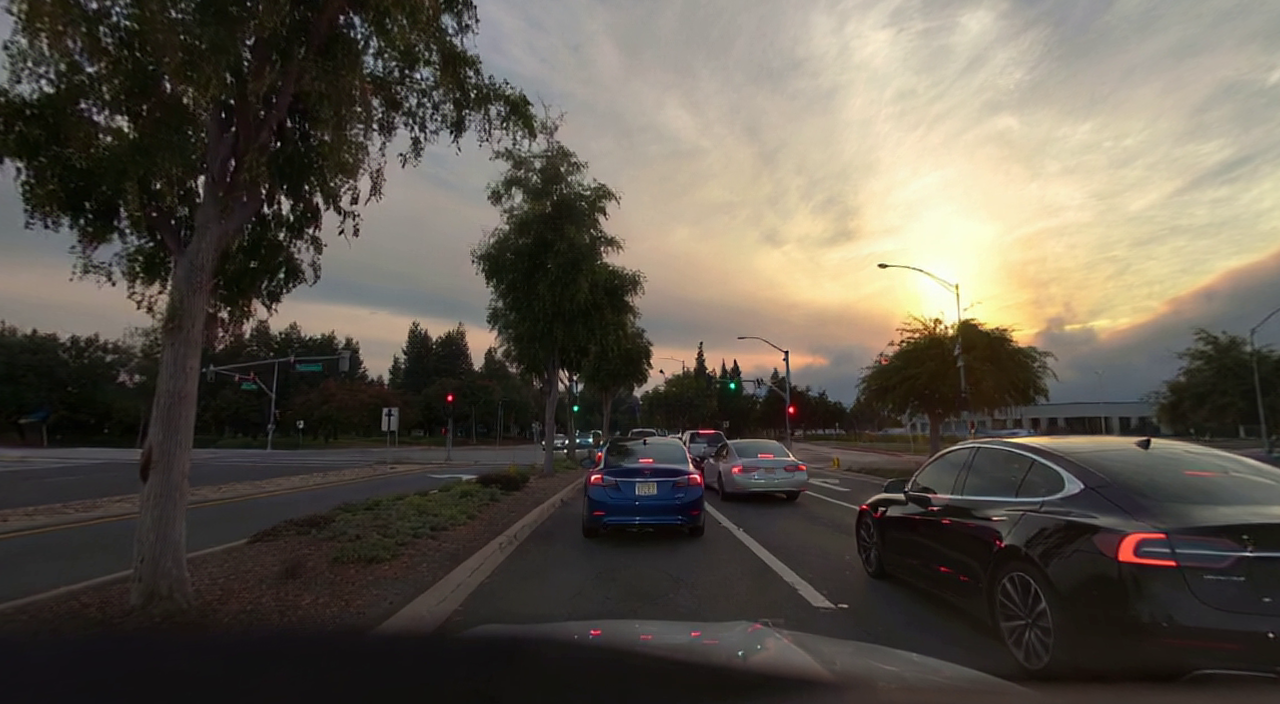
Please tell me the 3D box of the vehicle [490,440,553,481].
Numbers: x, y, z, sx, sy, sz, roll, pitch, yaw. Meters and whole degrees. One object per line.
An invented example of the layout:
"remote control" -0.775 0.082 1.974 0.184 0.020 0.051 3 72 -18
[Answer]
"vehicle" -4.629 4.292 25.251 1.972 1.457 4.171 0 -8 -4

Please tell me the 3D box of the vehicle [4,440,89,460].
"vehicle" -45.162 7.459 48.099 4.418 1.415 1.941 0 -8 -1

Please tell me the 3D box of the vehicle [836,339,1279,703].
"vehicle" 3.185 1.111 4.298 2.167 1.676 4.443 0 -8 -1

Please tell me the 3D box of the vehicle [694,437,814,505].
"vehicle" 2.697 2.936 16.034 2.058 1.466 4.208 0 -8 -3

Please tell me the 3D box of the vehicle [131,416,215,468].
"vehicle" -29.264 5.636 39.703 2.608 2.990 3.026 2 -8 2

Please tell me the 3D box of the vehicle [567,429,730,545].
"vehicle" 0.029 2.088 10.473 2.147 1.499 4.240 0 -8 -2
